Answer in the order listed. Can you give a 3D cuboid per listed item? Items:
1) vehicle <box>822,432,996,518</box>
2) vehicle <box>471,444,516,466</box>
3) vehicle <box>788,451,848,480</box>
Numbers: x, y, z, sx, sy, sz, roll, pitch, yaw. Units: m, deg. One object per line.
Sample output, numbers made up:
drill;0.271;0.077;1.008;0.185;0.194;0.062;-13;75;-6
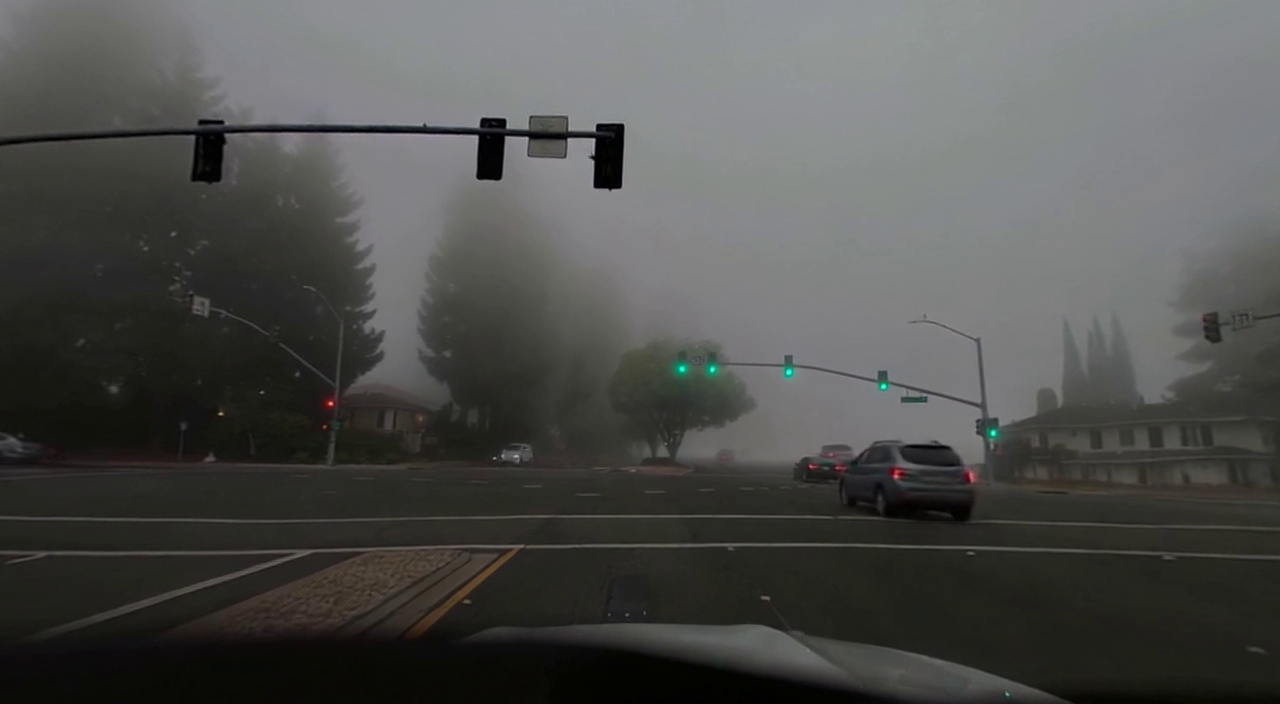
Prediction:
vehicle;6.504;3.019;16.026;2.239;1.812;4.812;0;-9;0
vehicle;-10.526;7.415;45.582;2.039;1.519;4.356;-1;-9;2
vehicle;9.847;6.292;35.239;1.947;1.481;4.745;0;-9;0
